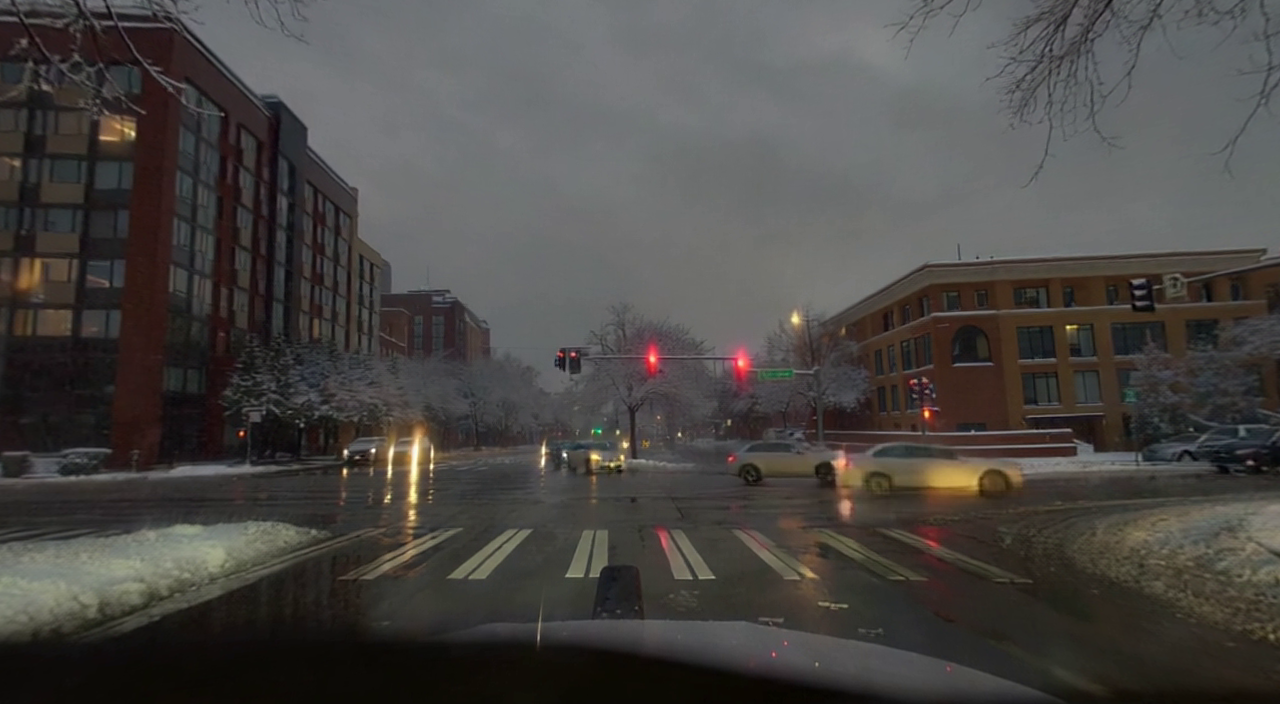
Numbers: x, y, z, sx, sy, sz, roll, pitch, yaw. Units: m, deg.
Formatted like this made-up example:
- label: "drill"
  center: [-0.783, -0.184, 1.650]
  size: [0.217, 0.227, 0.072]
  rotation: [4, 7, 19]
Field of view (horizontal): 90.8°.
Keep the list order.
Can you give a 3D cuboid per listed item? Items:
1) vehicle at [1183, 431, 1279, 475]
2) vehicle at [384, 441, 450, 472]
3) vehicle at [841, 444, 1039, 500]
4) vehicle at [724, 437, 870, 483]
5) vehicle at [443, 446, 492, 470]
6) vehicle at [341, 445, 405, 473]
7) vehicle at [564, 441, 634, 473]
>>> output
- label: "vehicle"
  center: [22.329, 3.559, 22.357]
  size: [4.474, 1.477, 1.908]
  rotation: [0, -9, -2]
- label: "vehicle"
  center: [-15.126, 7.122, 43.228]
  size: [2.340, 1.946, 5.450]
  rotation: [-1, -9, 2]
- label: "vehicle"
  center: [7.412, 3.016, 16.051]
  size: [4.093, 1.288, 1.910]
  rotation: [-2, -9, 8]
- label: "vehicle"
  center: [5.587, 3.831, 22.627]
  size: [4.637, 1.461, 2.109]
  rotation: [-5, -10, 30]
- label: "vehicle"
  center: [-11.630, 7.142, 42.814]
  size: [2.003, 1.476, 4.297]
  rotation: [-1, -9, 2]
- label: "vehicle"
  center: [-18.540, 7.412, 44.100]
  size: [2.237, 1.842, 5.116]
  rotation: [0, -9, 0]
- label: "vehicle"
  center: [-2.176, 5.287, 32.084]
  size: [2.115, 1.445, 4.864]
  rotation: [3, -9, -22]
